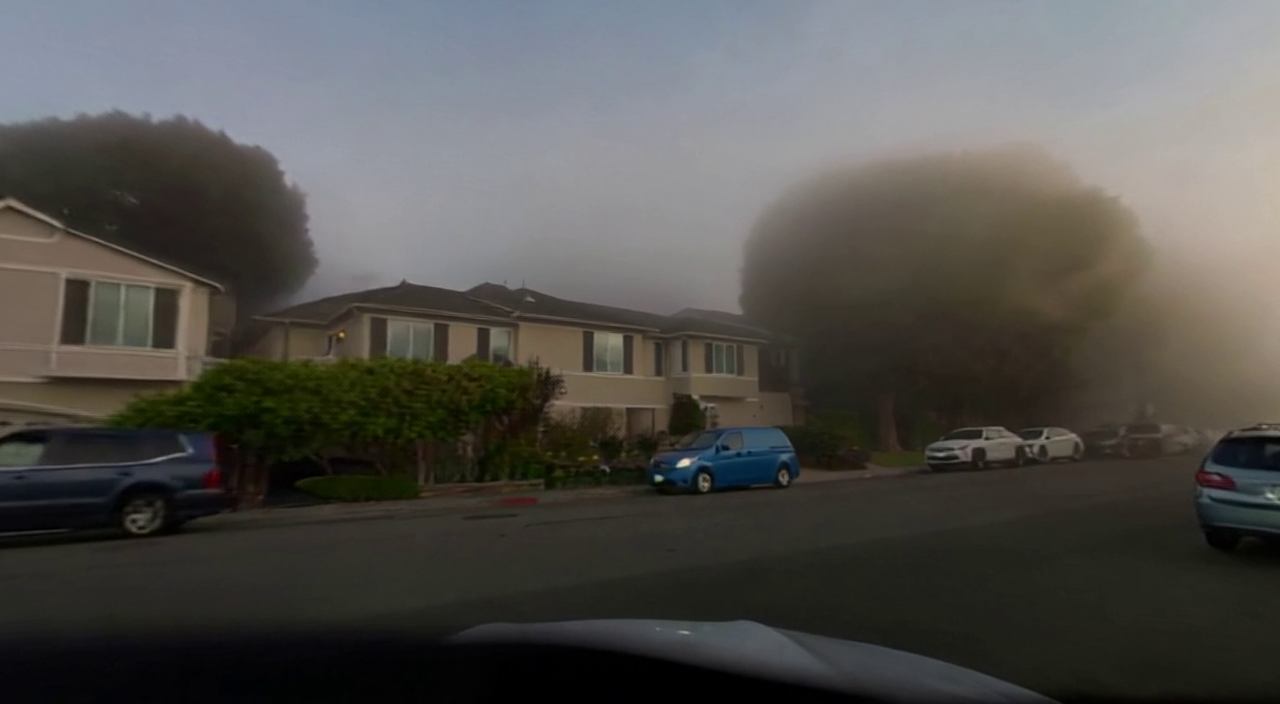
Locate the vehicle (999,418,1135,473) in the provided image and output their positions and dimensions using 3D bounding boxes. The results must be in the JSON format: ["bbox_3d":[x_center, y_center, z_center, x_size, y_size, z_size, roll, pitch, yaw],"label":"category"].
[{"bbox_3d":[14.756,3.199,21.719,4.428,1.670,1.872,3,-12,-29],"label":"vehicle"}]

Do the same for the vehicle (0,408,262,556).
[{"bbox_3d":[-7.006,1.487,7.659,3.746,1.518,1.845,8,-8,-40],"label":"vehicle"}]

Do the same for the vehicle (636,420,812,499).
[{"bbox_3d":[1.890,2.308,13.952,3.513,1.507,1.798,5,-8,-33],"label":"vehicle"}]

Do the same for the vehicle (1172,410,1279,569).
[{"bbox_3d":[8.008,1.440,6.982,4.226,1.507,2.008,5,-9,-34],"label":"vehicle"}]

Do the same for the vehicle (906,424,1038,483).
[{"bbox_3d":[9.962,2.956,18.837,3.785,1.488,1.828,3,-6,-34],"label":"vehicle"}]
